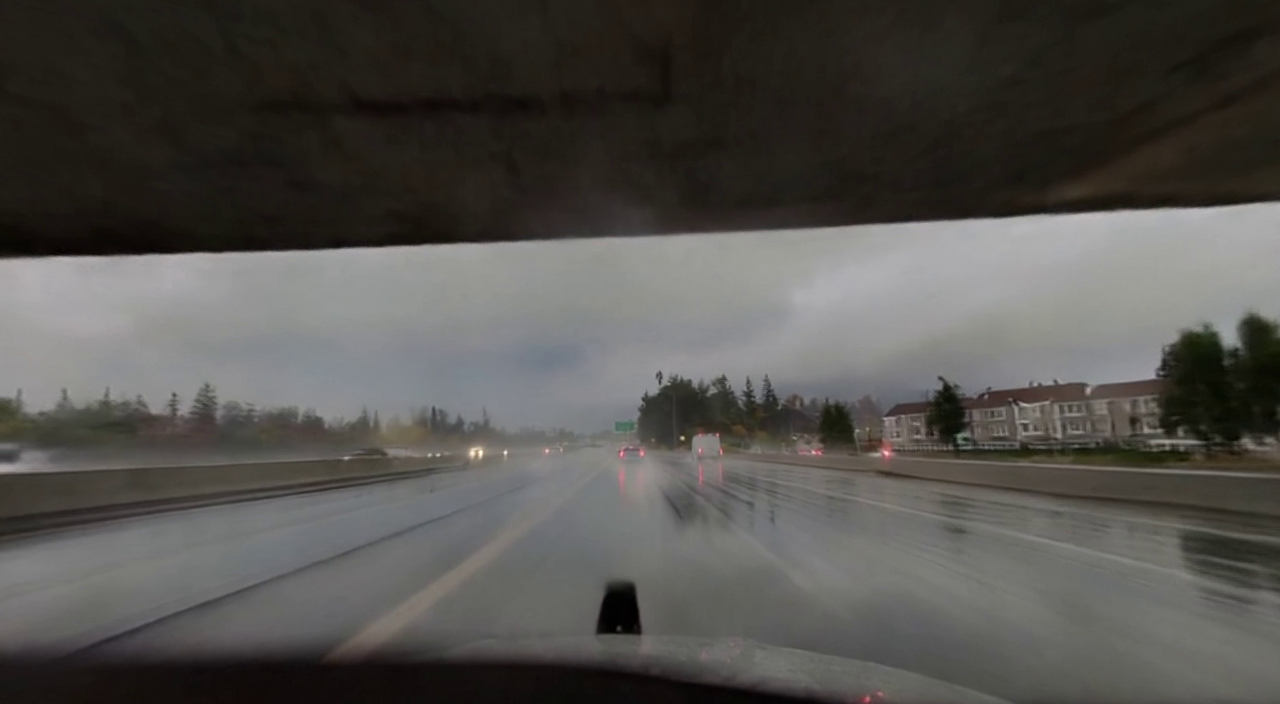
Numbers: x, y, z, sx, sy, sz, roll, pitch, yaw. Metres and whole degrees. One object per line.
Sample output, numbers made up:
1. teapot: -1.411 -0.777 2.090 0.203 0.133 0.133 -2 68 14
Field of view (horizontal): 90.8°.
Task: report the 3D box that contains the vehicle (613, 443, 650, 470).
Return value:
1. vehicle: -0.525 5.916 35.986 2.012 1.471 4.059 0 -8 -2
